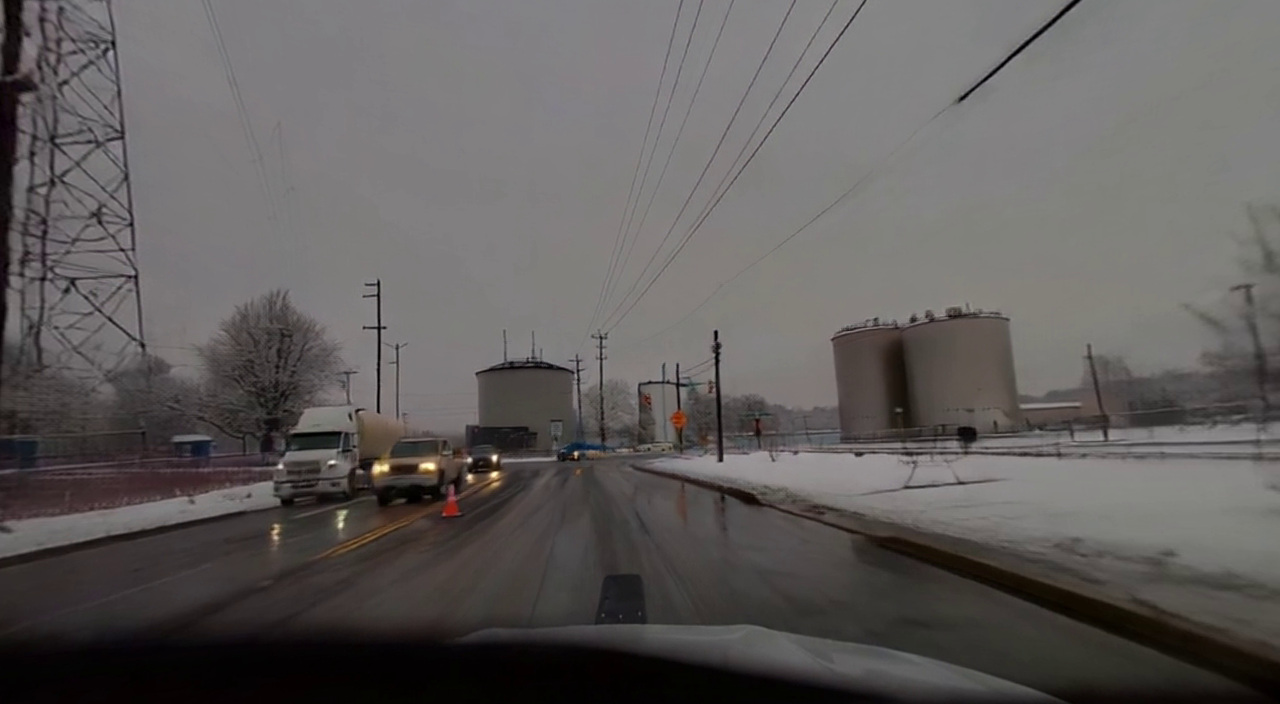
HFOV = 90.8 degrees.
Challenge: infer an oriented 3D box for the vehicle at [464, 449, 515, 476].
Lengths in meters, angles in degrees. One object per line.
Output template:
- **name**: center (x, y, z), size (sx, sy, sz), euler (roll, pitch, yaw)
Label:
- **vehicle**: center (-8.913, 6.575, 37.894), size (2.117, 1.484, 4.544), euler (0, -9, -3)

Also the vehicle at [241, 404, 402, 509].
- **vehicle**: center (-11.087, 3.740, 23.030), size (2.905, 3.133, 7.675), euler (1, -9, -9)

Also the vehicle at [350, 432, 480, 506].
- **vehicle**: center (-6.299, 3.337, 18.497), size (2.282, 1.809, 5.297), euler (0, -9, -5)
